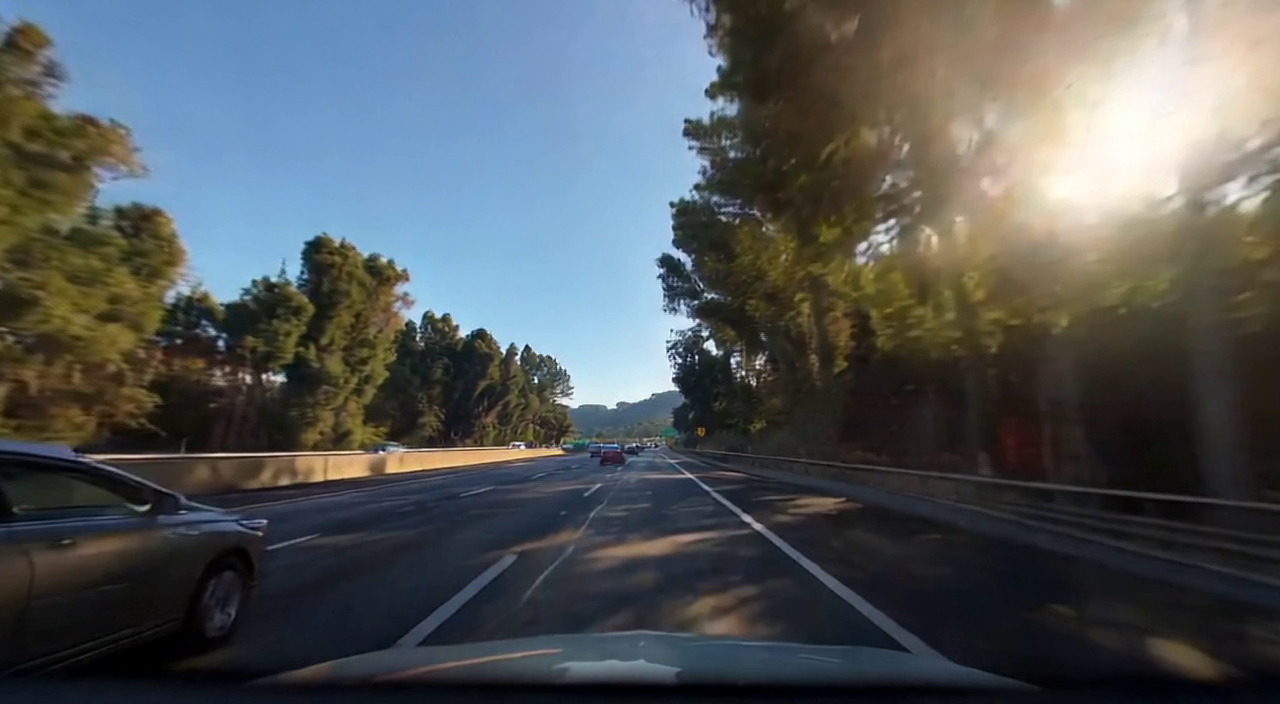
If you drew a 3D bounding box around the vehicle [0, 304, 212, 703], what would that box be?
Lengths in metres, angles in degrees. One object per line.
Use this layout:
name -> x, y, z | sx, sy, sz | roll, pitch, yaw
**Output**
vehicle -> -4.097, 0.529, 1.099 | 2.316, 1.970, 5.966 | 0, -8, 2
